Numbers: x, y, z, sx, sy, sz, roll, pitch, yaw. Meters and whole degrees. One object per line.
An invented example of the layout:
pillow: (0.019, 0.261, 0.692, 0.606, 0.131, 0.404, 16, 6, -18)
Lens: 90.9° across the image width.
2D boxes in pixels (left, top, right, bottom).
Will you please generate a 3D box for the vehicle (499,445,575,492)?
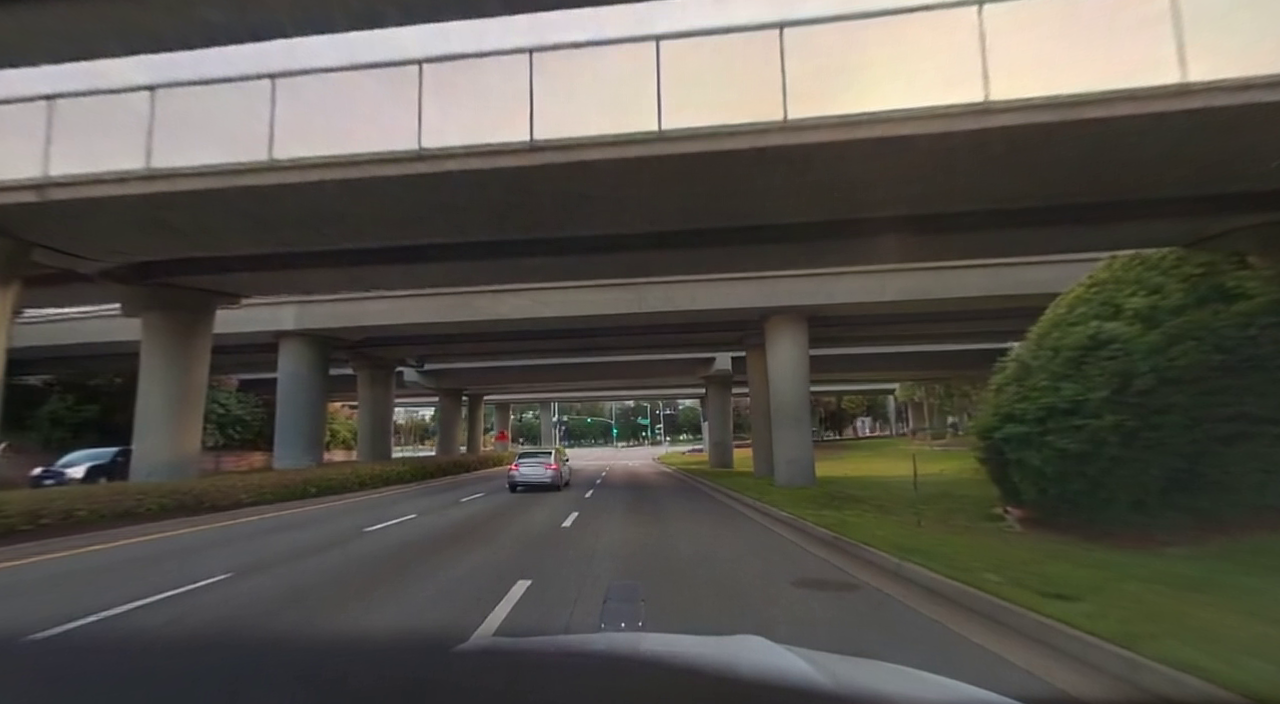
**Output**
vehicle: (-3.467, 4.020, 22.113, 1.963, 1.460, 4.614, 0, -9, -1)

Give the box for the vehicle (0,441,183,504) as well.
vehicle: (-18.102, 3.930, 20.986, 2.196, 1.834, 4.766, 0, -9, -1)
